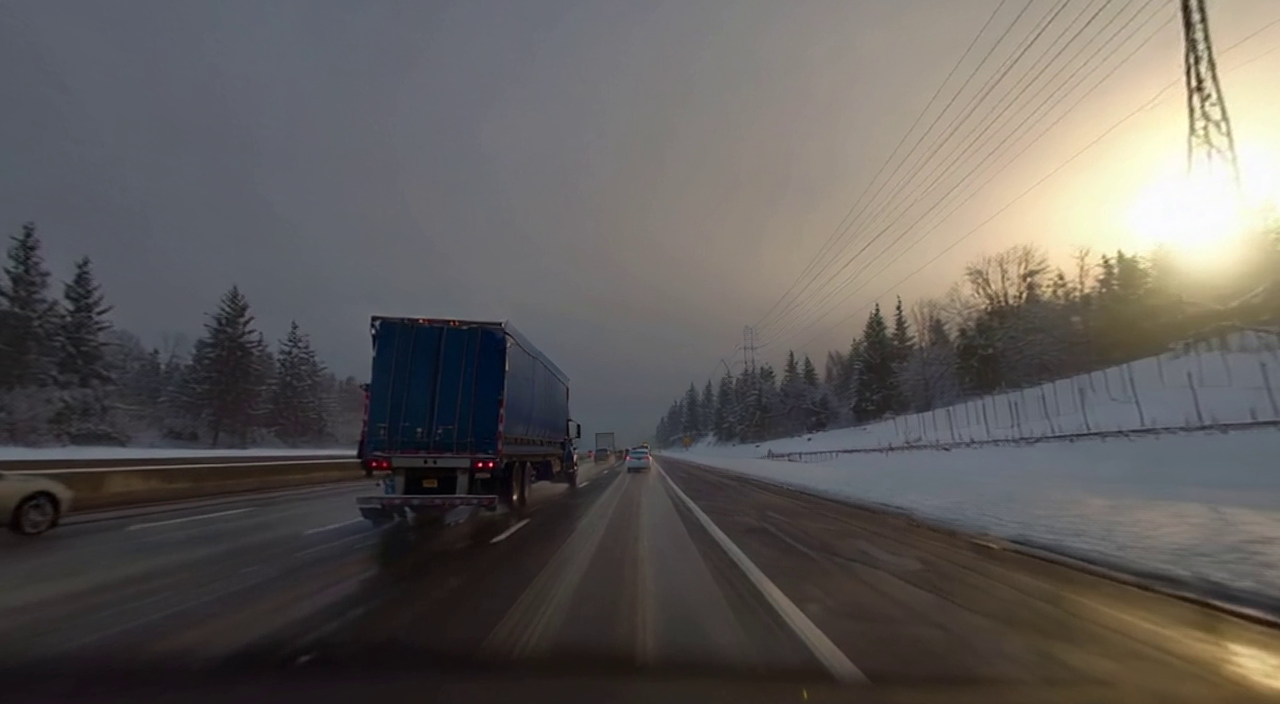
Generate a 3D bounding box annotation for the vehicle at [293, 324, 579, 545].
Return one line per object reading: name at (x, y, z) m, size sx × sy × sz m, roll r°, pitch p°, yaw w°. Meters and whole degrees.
vehicle at (-3.422, 1.878, 13.866) m, size 3.023 × 3.246 × 9.102 m, roll 0°, pitch -9°, yaw 2°

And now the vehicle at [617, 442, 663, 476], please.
vehicle at (0.004, 5.473, 32.347) m, size 2.178 × 1.640 × 4.071 m, roll 0°, pitch -9°, yaw 0°
